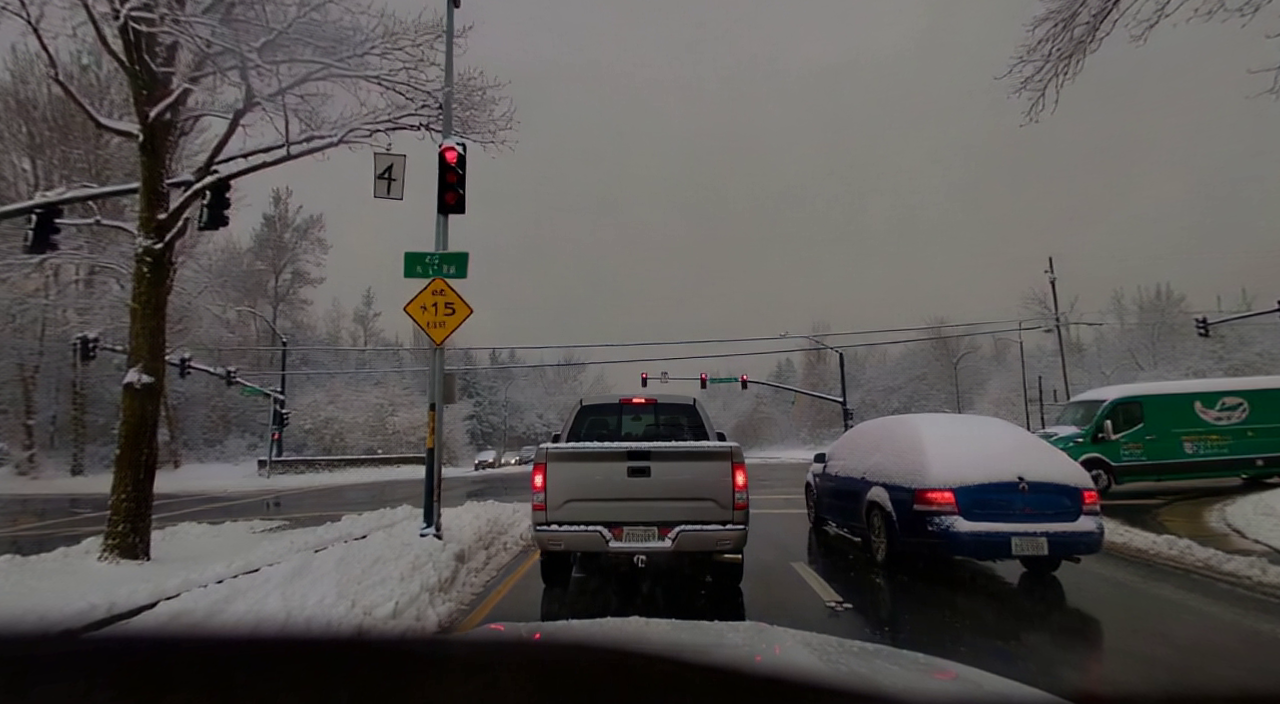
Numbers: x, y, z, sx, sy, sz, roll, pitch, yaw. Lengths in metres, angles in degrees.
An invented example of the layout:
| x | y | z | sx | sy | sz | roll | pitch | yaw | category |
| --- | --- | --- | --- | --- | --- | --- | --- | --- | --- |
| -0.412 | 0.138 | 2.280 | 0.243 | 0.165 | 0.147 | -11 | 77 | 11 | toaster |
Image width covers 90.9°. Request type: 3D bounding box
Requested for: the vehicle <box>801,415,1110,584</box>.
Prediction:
| x | y | z | sx | sy | sz | roll | pitch | yaw | category |
| --- | --- | --- | --- | --- | --- | --- | --- | --- | --- |
| 3.581 | 1.726 | 8.185 | 1.981 | 1.616 | 4.006 | 0 | -8 | 1 | vehicle |

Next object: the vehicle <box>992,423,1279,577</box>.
| x | y | z | sx | sy | sz | roll | pitch | yaw | category |
| --- | --- | --- | --- | --- | --- | --- | --- | --- | --- |
| 6.839 | 1.745 | 8.265 | 1.973 | 1.470 | 4.228 | 0 | -8 | 0 | vehicle |

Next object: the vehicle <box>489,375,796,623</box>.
| x | y | z | sx | sy | sz | roll | pitch | yaw | category |
| --- | --- | --- | --- | --- | --- | --- | --- | --- | --- |
| 0.051 | 1.475 | 7.354 | 2.326 | 1.880 | 4.964 | 0 | -8 | 1 | vehicle |
